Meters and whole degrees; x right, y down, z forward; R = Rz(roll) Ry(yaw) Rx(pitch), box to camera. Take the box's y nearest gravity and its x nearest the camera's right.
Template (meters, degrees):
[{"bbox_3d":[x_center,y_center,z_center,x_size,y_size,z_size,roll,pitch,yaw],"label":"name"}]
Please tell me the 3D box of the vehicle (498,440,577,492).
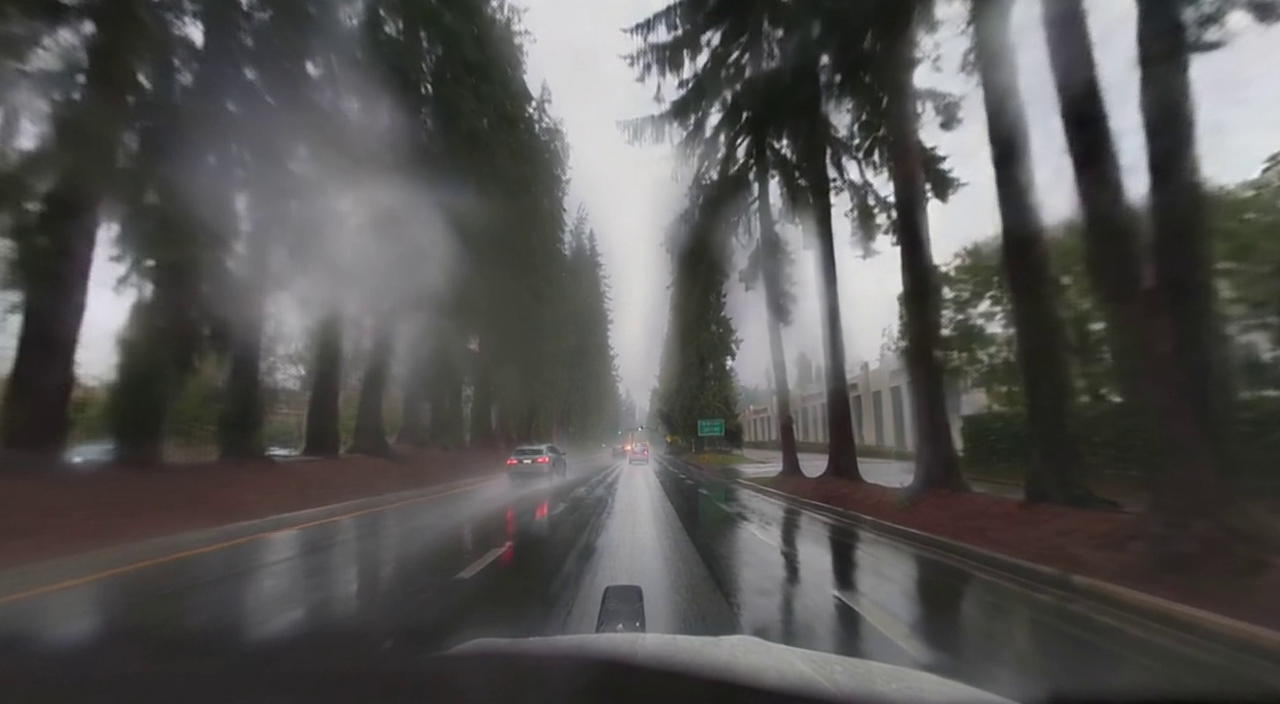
[{"bbox_3d":[-3.352,3.835,21.583,1.942,1.588,4.172,0,-9,1],"label":"vehicle"}]
